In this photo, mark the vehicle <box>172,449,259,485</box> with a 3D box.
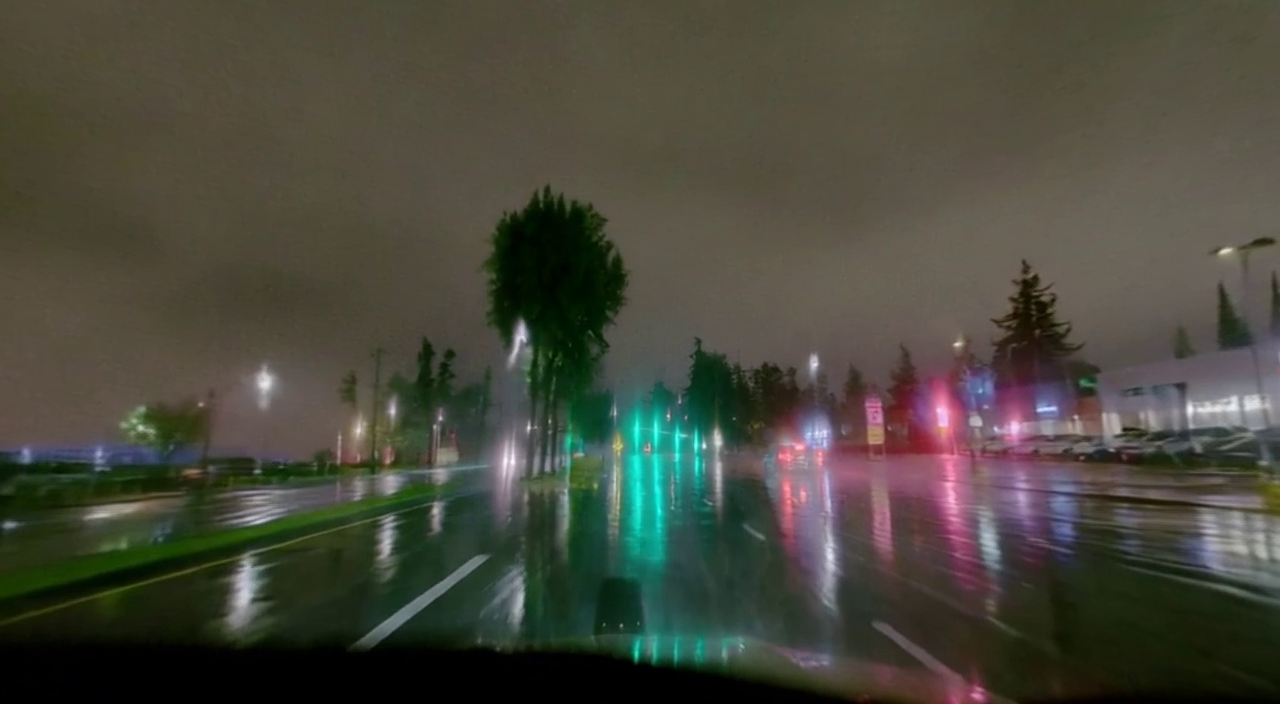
[{"bbox_3d":[-24.949,6.788,37.086,5.468,1.809,2.141,-8,-10,31],"label":"vehicle"}]

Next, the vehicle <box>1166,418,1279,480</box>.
[{"bbox_3d":[20.120,3.100,20.241,4.618,1.835,2.123,0,-9,-2],"label":"vehicle"}]

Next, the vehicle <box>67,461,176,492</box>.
[{"bbox_3d":[-29.041,6.977,35.617,1.864,1.502,4.731,-1,-9,6],"label":"vehicle"}]
